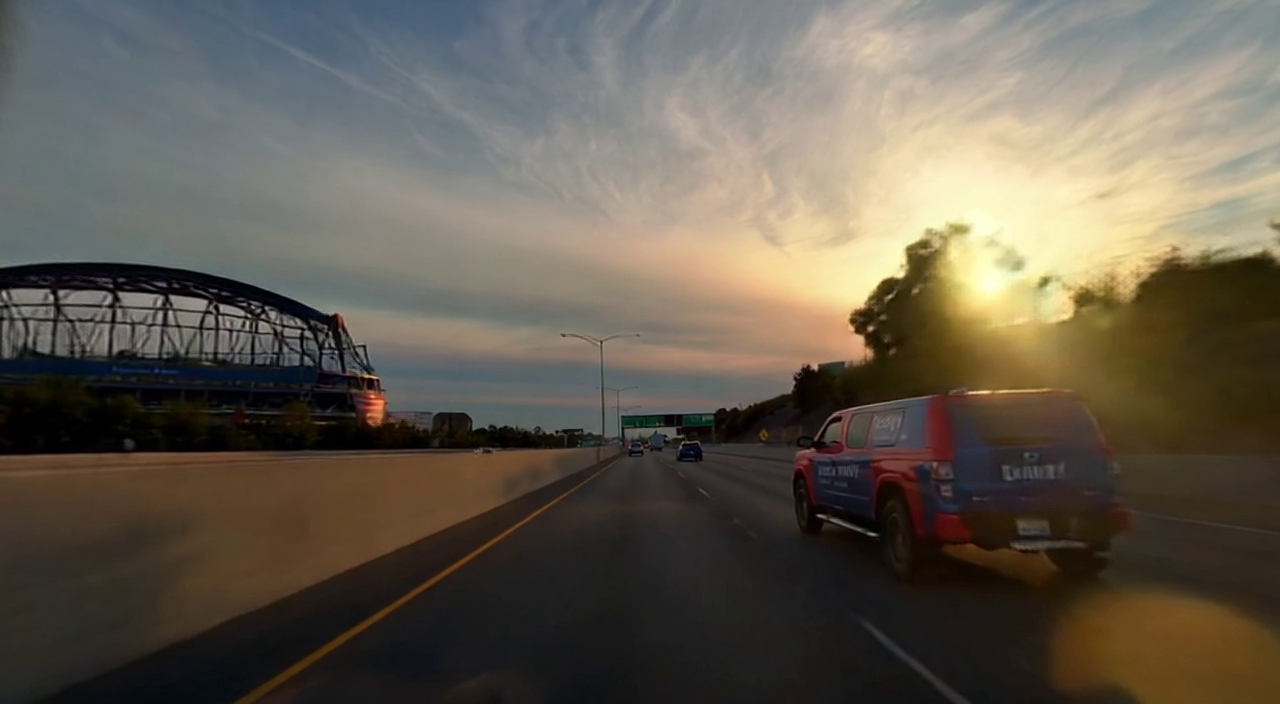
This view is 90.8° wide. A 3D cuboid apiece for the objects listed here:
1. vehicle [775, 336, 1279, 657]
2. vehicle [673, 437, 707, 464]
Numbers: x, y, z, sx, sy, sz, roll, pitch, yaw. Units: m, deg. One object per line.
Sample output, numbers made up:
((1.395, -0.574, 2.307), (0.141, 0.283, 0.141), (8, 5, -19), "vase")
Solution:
((3.077, 1.255, 6.508), (2.199, 2.002, 4.970), (0, -9, -1), "vehicle")
((3.415, 6.864, 44.020), (1.973, 1.774, 4.092), (0, -9, 0), "vehicle")
